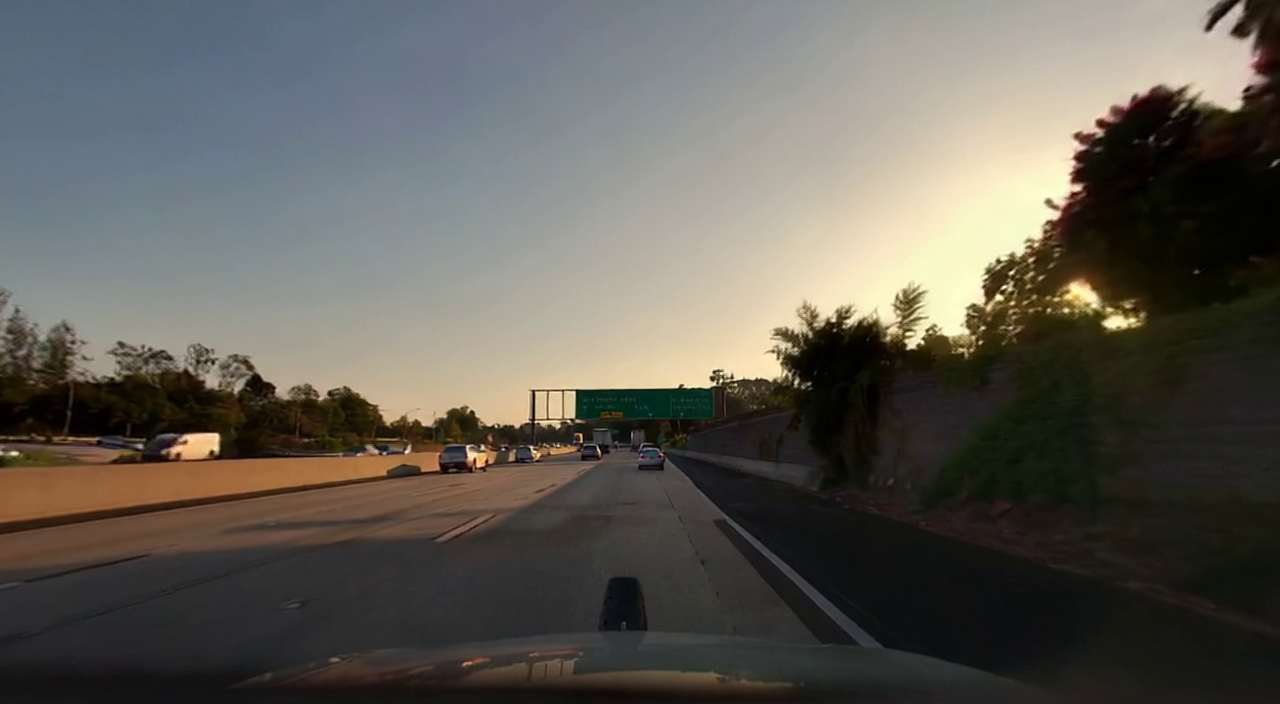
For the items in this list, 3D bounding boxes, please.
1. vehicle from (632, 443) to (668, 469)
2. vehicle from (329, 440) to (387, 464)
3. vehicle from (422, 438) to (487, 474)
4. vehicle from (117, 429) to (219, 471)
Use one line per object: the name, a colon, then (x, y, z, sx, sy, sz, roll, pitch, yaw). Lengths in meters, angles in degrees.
vehicle: (0.638, 6.401, 39.025, 2.137, 1.461, 3.999, 0, -8, 1)
vehicle: (-19.378, 6.867, 43.509, 1.870, 1.567, 4.567, 0, -8, 0)
vehicle: (-8.851, 4.964, 30.448, 1.954, 1.605, 4.023, 0, -8, -1)
vehicle: (-30.687, 6.371, 41.360, 2.261, 2.501, 5.877, 0, -8, -2)
